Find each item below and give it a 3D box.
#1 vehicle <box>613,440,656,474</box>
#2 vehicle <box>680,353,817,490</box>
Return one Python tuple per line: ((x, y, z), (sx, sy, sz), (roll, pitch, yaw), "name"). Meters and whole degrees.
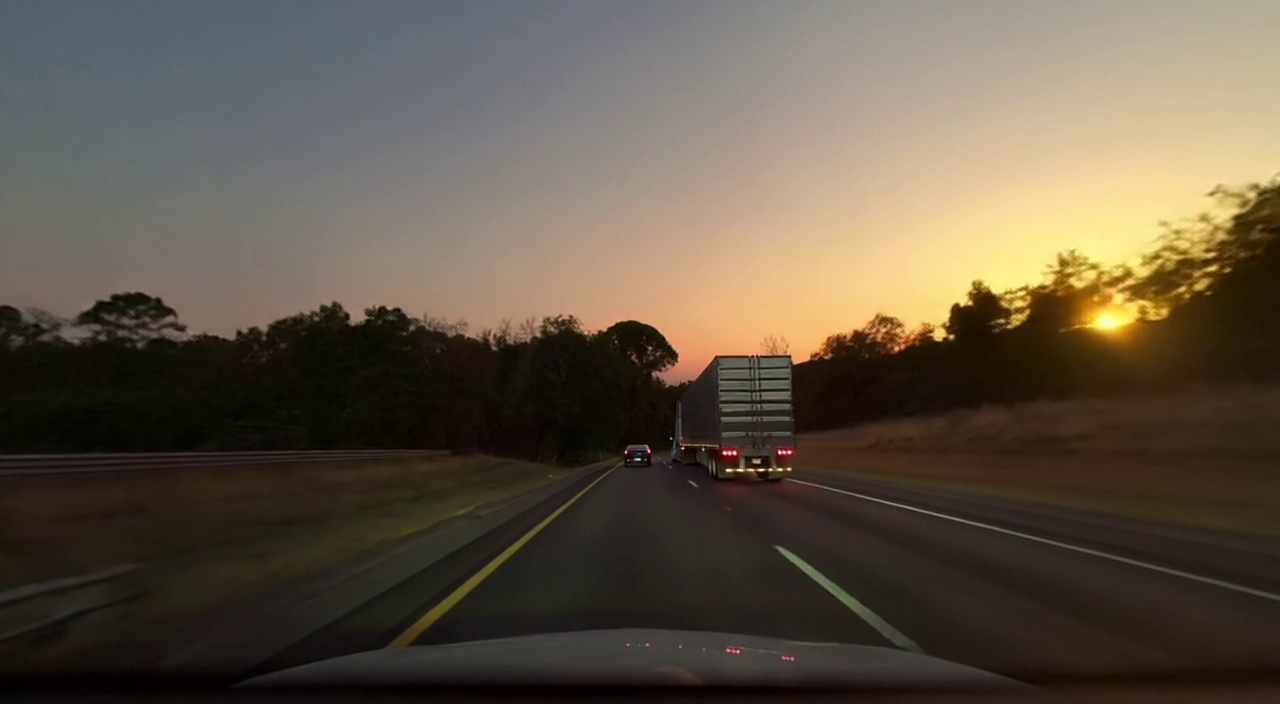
((-0.258, 5.127, 30.917), (1.968, 1.515, 4.025), (0, -8, 0), "vehicle")
((3.796, 3.281, 27.188), (2.929, 4.158, 15.921), (0, -8, 0), "vehicle")
